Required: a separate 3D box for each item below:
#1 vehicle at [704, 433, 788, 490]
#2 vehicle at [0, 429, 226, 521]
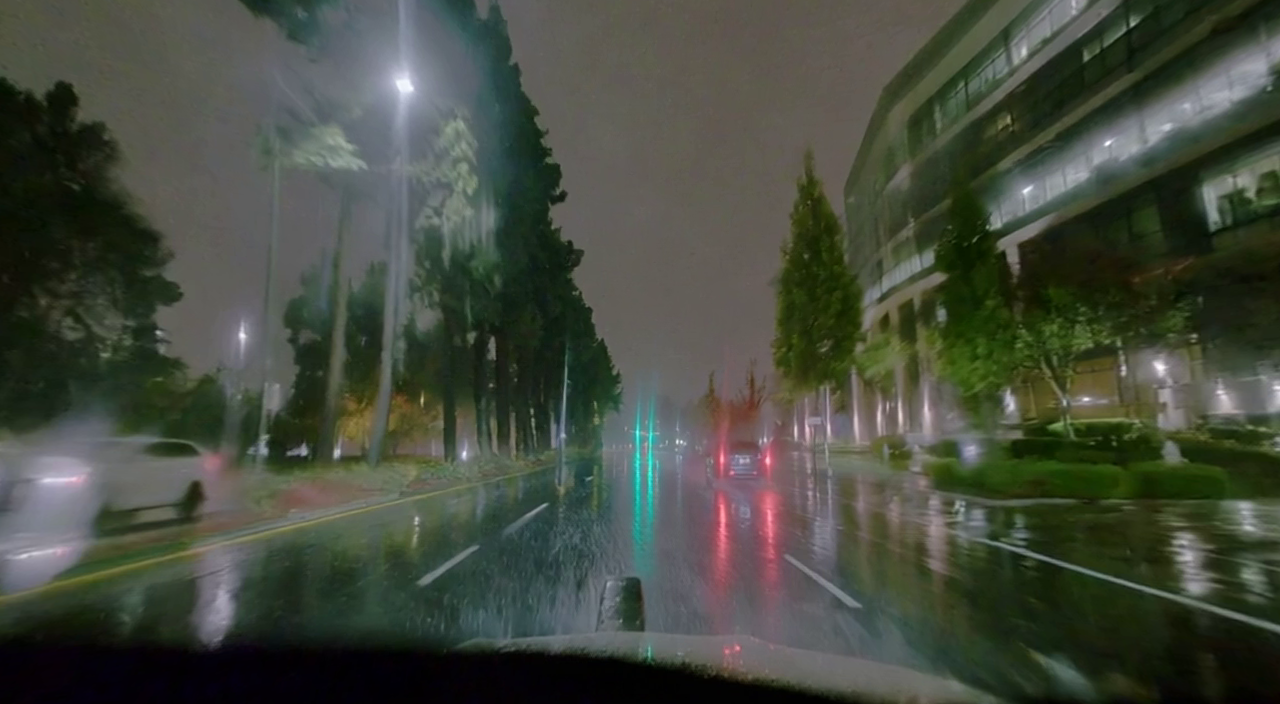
[{"bbox_3d":[3.551,3.751,22.012,2.083,1.743,4.354,0,-8,-1],"label":"vehicle"},{"bbox_3d":[-12.424,2.776,14.883,2.051,1.784,4.716,0,-8,1],"label":"vehicle"}]
